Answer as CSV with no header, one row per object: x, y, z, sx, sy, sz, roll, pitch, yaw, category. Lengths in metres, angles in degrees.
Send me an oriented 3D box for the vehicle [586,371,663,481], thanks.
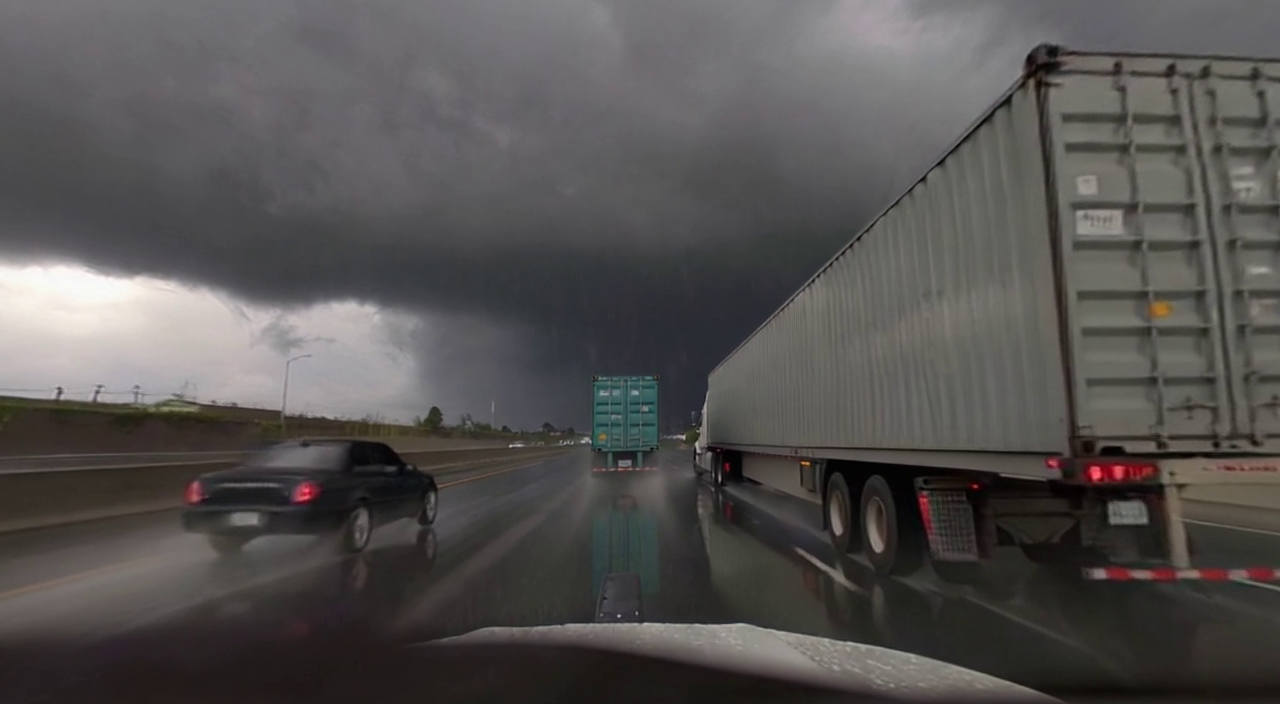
-0.519,3.661,29.822,2.841,4.071,12.046,-1,-9,1,vehicle

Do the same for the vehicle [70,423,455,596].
-3.965,1.717,7.858,1.994,1.471,4.591,0,-9,-1,vehicle

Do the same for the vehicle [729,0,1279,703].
3.801,0.680,9.667,2.803,4.072,12.744,0,-9,-1,vehicle
